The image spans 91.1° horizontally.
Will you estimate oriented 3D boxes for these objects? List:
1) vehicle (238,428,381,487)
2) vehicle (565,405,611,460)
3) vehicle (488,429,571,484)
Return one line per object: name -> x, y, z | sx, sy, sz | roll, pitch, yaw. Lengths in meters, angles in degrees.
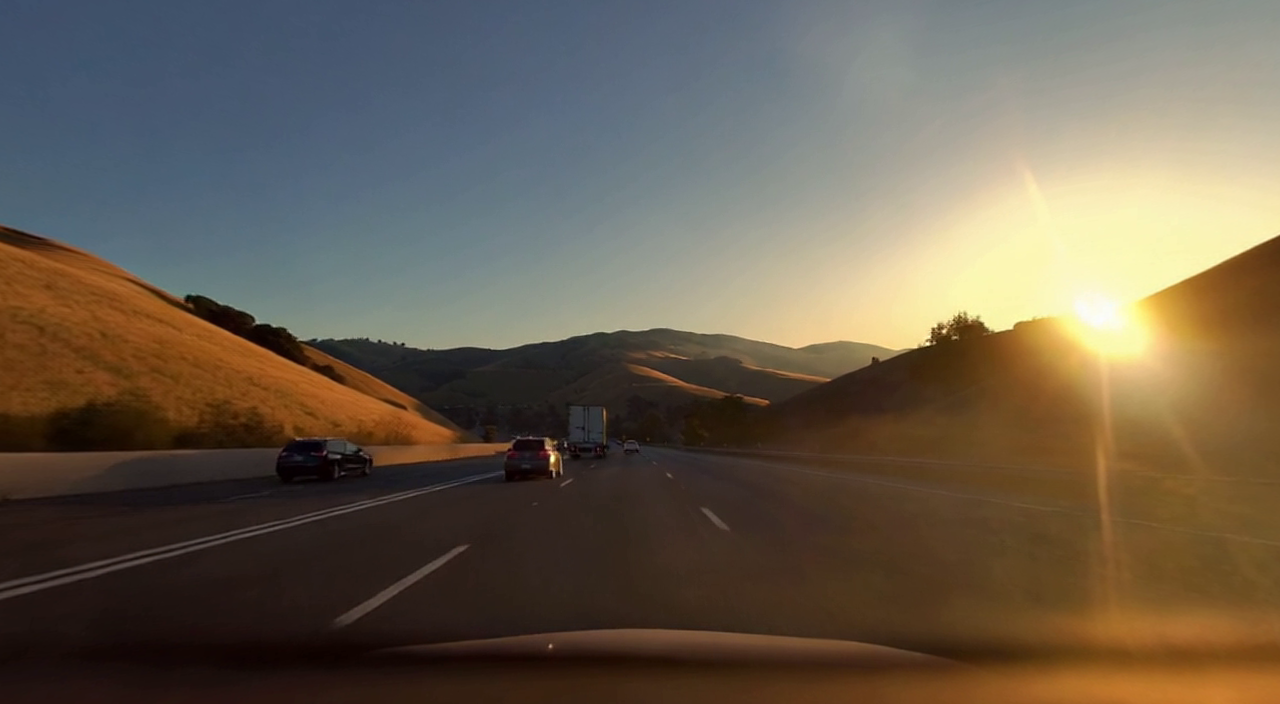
vehicle -> -11.465, 3.682, 22.381 | 2.130, 1.828, 5.523 | 0, -8, 0
vehicle -> -3.926, 6.440, 49.808 | 2.981, 3.860, 11.022 | 0, -8, -2
vehicle -> -3.727, 3.620, 22.109 | 2.099, 1.734, 4.413 | 0, -8, 0
